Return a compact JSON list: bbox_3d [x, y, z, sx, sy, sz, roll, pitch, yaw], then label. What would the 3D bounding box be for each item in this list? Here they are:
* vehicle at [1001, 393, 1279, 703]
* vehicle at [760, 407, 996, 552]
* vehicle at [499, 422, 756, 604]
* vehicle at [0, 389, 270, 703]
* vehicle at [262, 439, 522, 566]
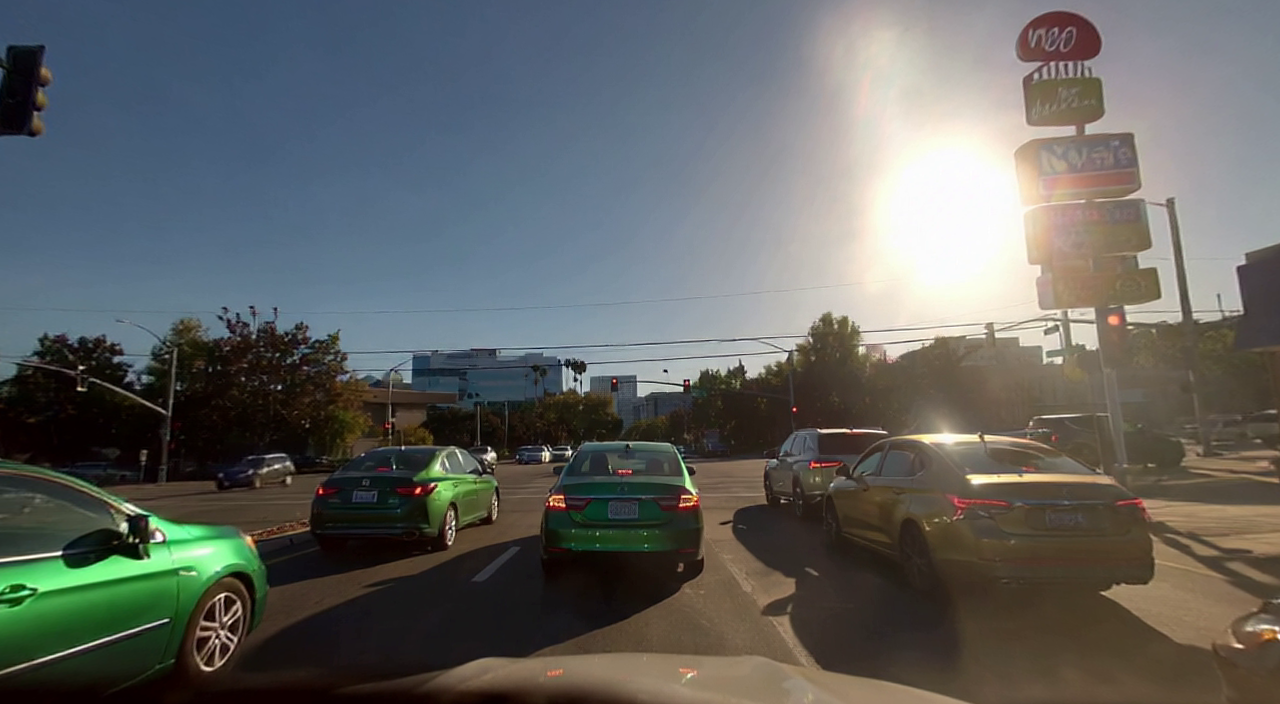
[{"bbox_3d":[3.940,0.973,3.105,1.800,1.519,4.198,0,-8,0],"label":"vehicle"},{"bbox_3d":[3.311,1.863,9.837,1.992,1.744,4.183,0,-8,0],"label":"vehicle"},{"bbox_3d":[-0.132,1.656,7.407,2.140,1.499,4.119,0,-8,-1],"label":"vehicle"},{"bbox_3d":[-3.476,0.845,1.847,2.016,1.547,4.414,0,-8,1],"label":"vehicle"},{"bbox_3d":[-3.306,2.074,9.554,1.995,1.436,4.373,-1,-8,3],"label":"vehicle"}]
